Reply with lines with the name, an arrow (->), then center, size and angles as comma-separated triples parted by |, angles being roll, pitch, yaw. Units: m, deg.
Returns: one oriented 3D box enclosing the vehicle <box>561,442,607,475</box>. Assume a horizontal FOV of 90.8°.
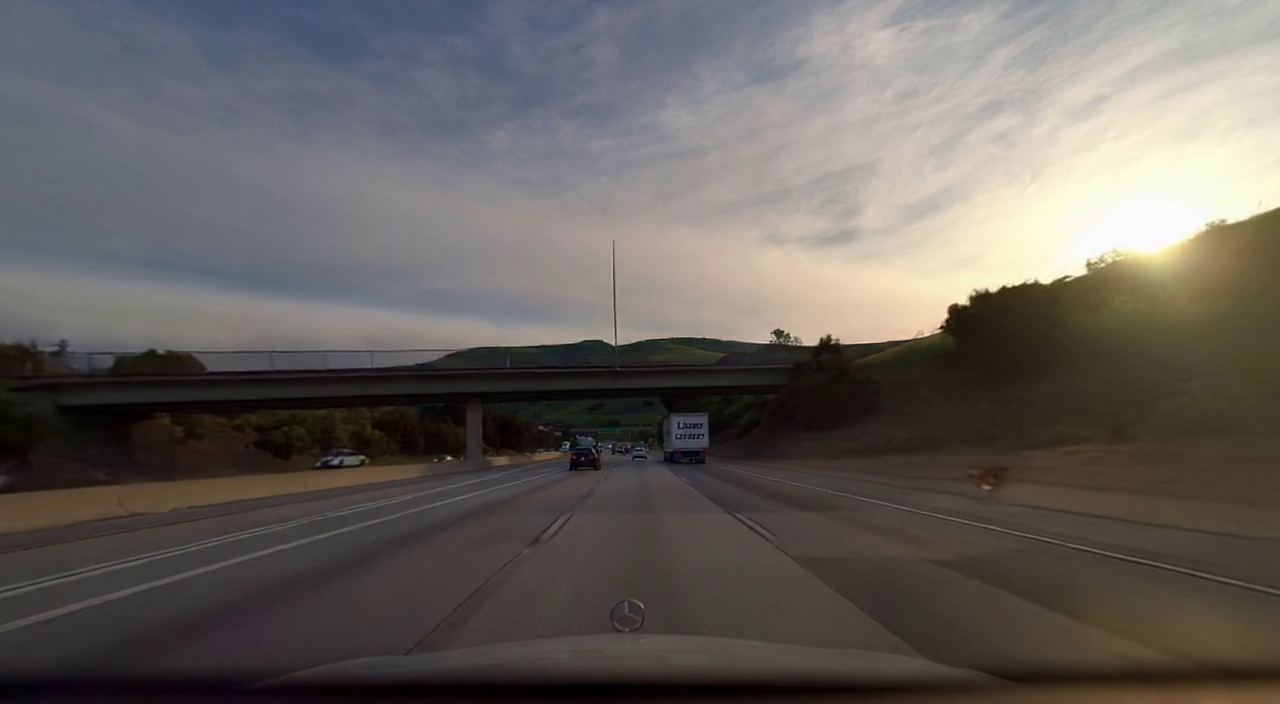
vehicle -> -2.926, 5.713, 34.029 | 2.052, 1.654, 4.303 | 0, -9, 0
